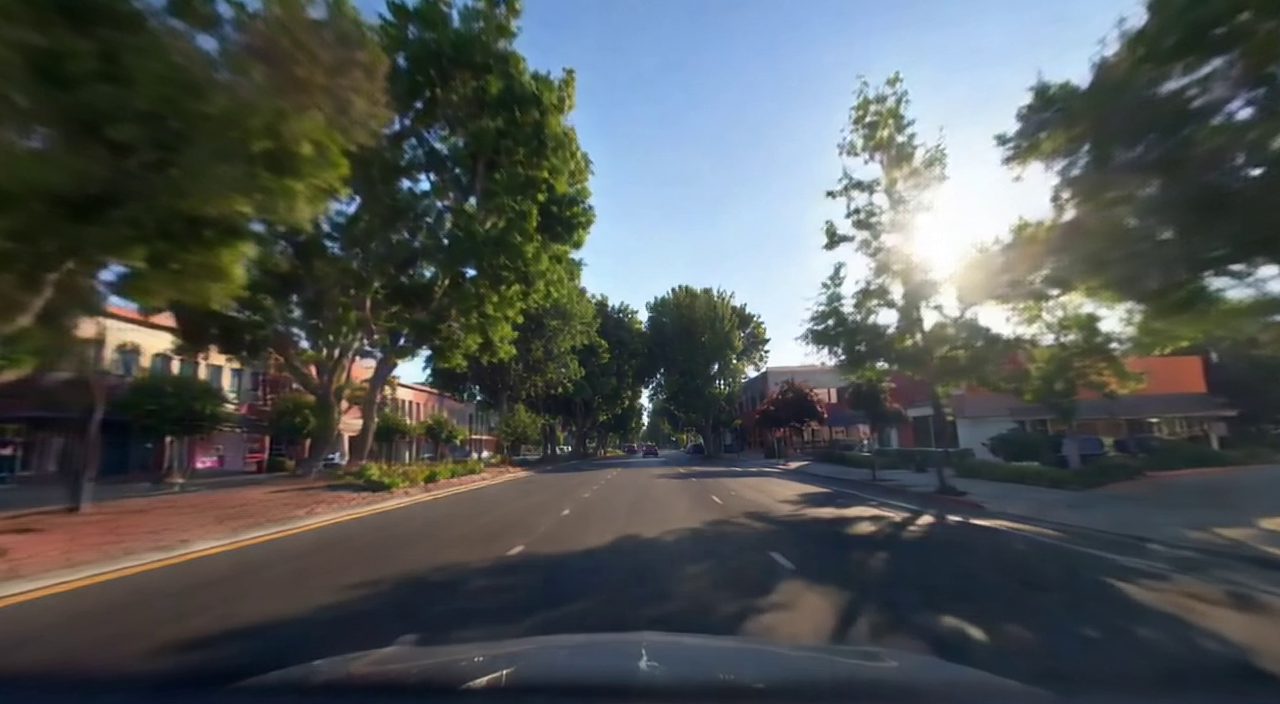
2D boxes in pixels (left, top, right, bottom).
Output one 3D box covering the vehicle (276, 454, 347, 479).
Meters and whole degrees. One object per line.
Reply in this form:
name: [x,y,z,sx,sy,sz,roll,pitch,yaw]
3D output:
vehicle: [-22.107,7.705,42.666,2.135,1.467,4.653,-1,-8,2]
